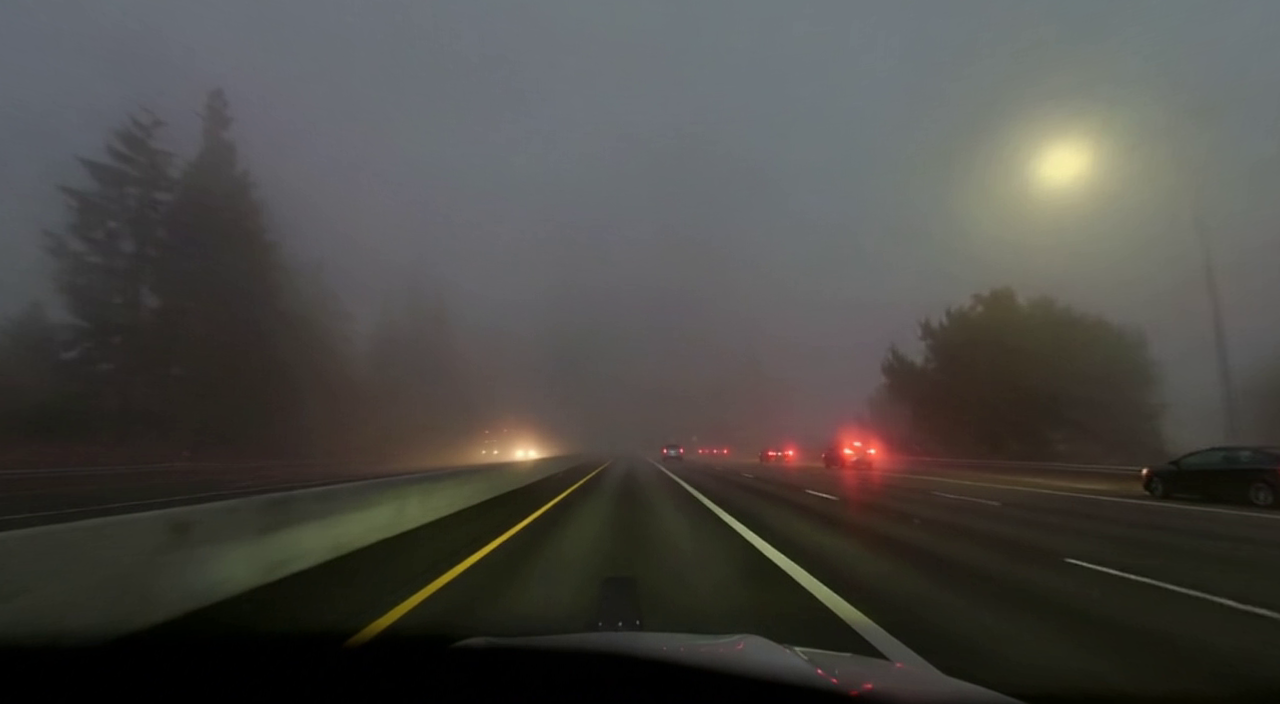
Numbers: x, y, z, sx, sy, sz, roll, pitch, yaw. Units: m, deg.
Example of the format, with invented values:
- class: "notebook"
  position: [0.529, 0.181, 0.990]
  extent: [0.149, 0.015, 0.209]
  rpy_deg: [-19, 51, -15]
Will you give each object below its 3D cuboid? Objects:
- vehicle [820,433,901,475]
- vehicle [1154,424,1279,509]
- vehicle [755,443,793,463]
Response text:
- class: "vehicle"
  position: [10.205, 4.761, 29.663]
  extent: [2.098, 1.820, 4.505]
  rpy_deg: [0, -8, -1]
- class: "vehicle"
  position: [14.045, 2.463, 13.719]
  extent: [1.957, 1.709, 4.387]
  rpy_deg: [0, -8, -1]
- class: "vehicle"
  position: [10.393, 7.849, 49.137]
  extent: [1.931, 1.479, 4.183]
  rpy_deg: [0, -8, -2]
